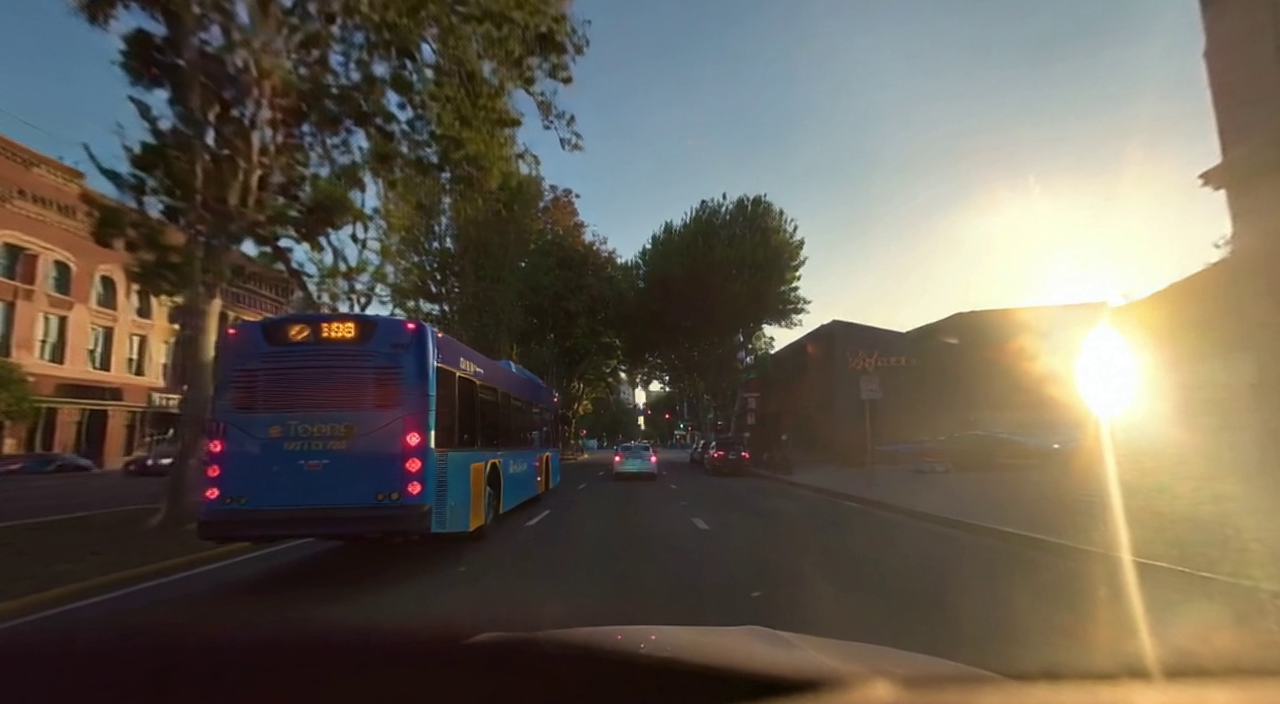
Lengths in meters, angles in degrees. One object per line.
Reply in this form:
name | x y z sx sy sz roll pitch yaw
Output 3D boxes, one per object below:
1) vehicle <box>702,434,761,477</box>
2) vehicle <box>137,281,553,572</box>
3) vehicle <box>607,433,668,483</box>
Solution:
vehicle | 4.139 4.743 29.161 2.138 1.787 4.522 0 -8 1
vehicle | -3.501 1.140 10.588 2.920 2.884 8.588 0 -6 -1
vehicle | -0.060 3.992 24.036 2.120 1.727 3.917 0 -8 1
